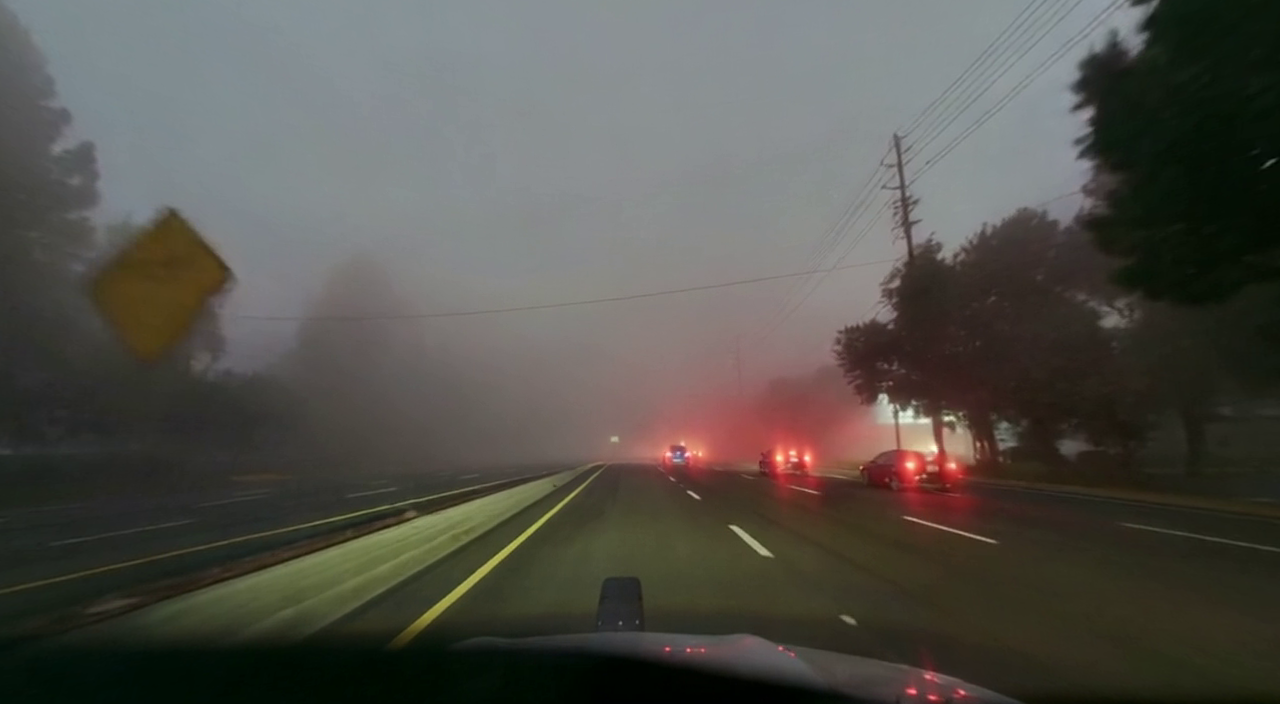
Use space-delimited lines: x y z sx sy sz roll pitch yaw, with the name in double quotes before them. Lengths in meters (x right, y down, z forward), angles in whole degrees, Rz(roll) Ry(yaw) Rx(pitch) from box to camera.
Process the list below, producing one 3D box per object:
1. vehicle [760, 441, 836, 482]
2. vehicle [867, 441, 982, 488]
"vehicle" 6.257 4.374 25.520 1.882 1.476 4.344 0 -8 -1
"vehicle" 9.880 3.912 22.382 1.874 1.482 4.545 0 -8 -1
